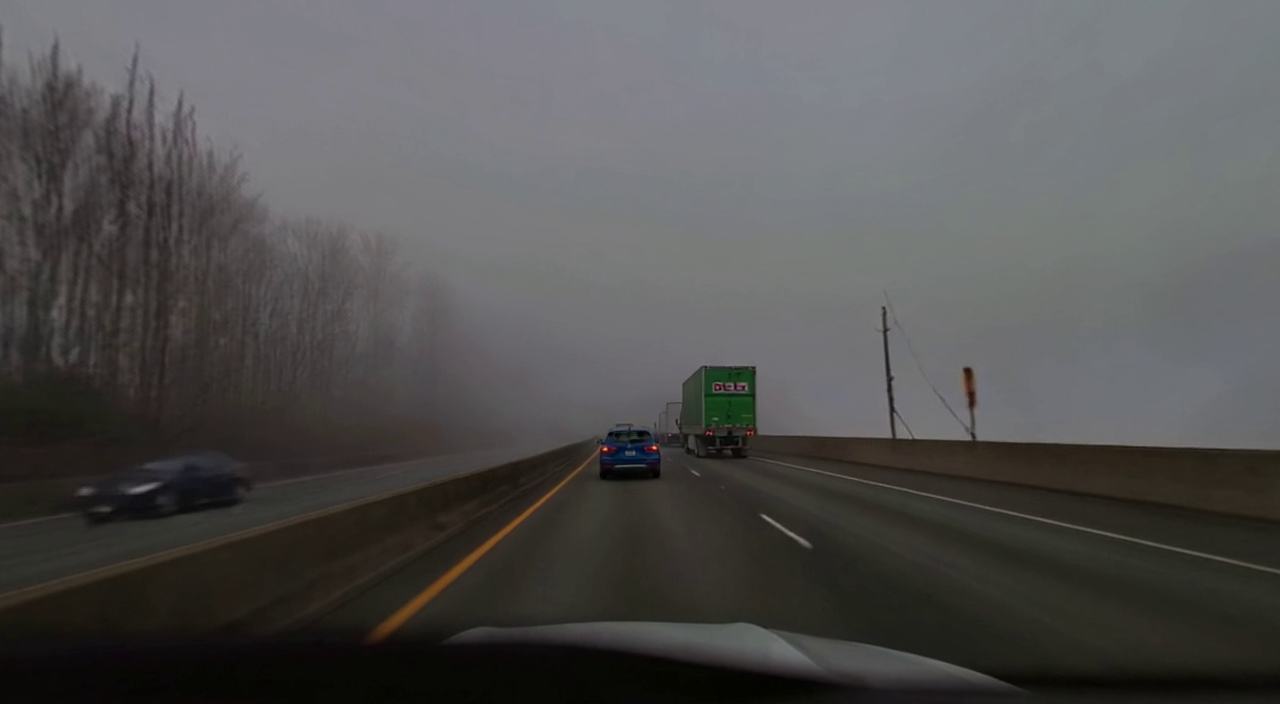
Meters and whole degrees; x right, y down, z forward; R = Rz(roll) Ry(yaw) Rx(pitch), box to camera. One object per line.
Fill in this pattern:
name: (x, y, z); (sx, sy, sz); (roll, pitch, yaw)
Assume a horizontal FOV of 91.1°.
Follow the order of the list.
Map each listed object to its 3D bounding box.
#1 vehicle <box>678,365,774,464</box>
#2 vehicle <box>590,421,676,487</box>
vehicle: (3.648, 3.035, 29.238); (2.835, 3.872, 8.916); (0, -8, -2)
vehicle: (-0.219, 2.716, 17.105); (2.062, 1.581, 3.914); (0, -8, -2)
